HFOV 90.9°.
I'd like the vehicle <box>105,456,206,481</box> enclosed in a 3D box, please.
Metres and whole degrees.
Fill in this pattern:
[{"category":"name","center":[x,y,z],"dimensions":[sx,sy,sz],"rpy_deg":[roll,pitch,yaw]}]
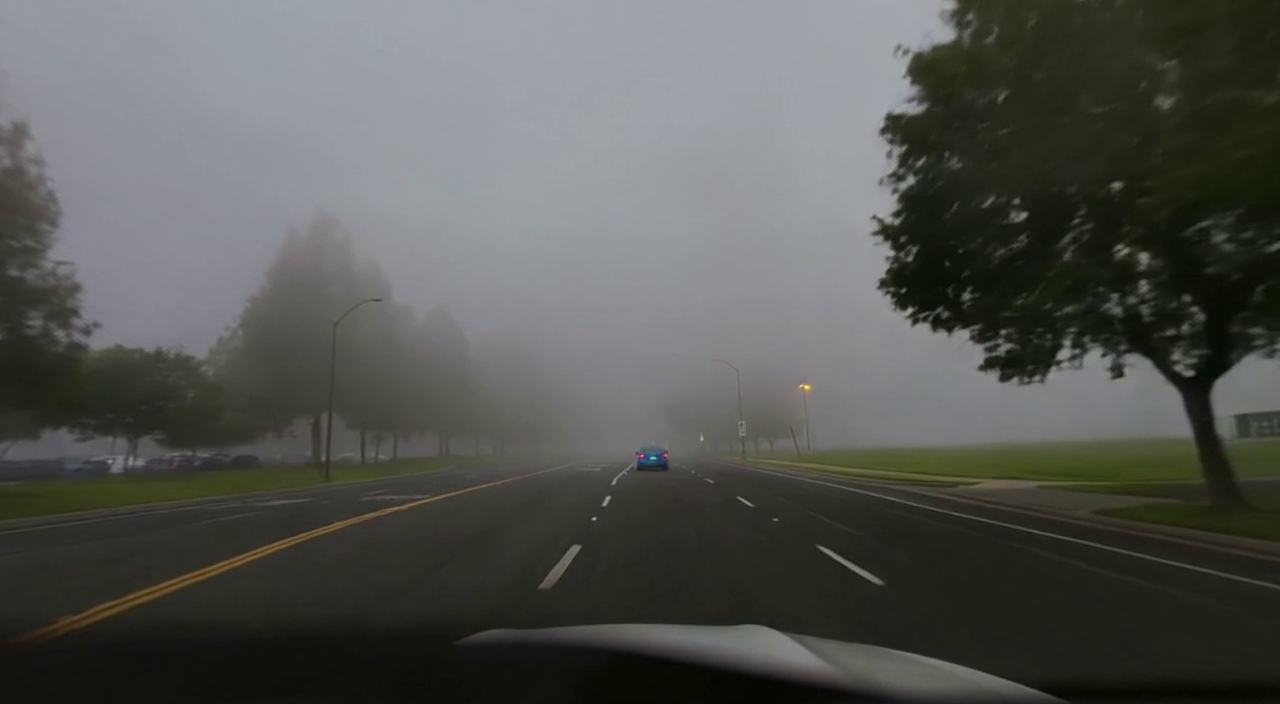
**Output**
[{"category":"vehicle","center":[-30.011,7.213,39.155],"dimensions":[4.617,1.450,1.968],"rpy_deg":[-1,-8,1]}]

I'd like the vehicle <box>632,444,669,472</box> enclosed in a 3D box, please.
[{"category":"vehicle","center":[0.573,6.079,36.452],"dimensions":[1.978,1.499,3.915],"rpy_deg":[0,-8,0]}]

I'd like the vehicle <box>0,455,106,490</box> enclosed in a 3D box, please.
[{"category":"vehicle","center":[-29.593,5.937,31.246],"dimensions":[4.389,1.588,2.048],"rpy_deg":[-1,-8,1]}]
